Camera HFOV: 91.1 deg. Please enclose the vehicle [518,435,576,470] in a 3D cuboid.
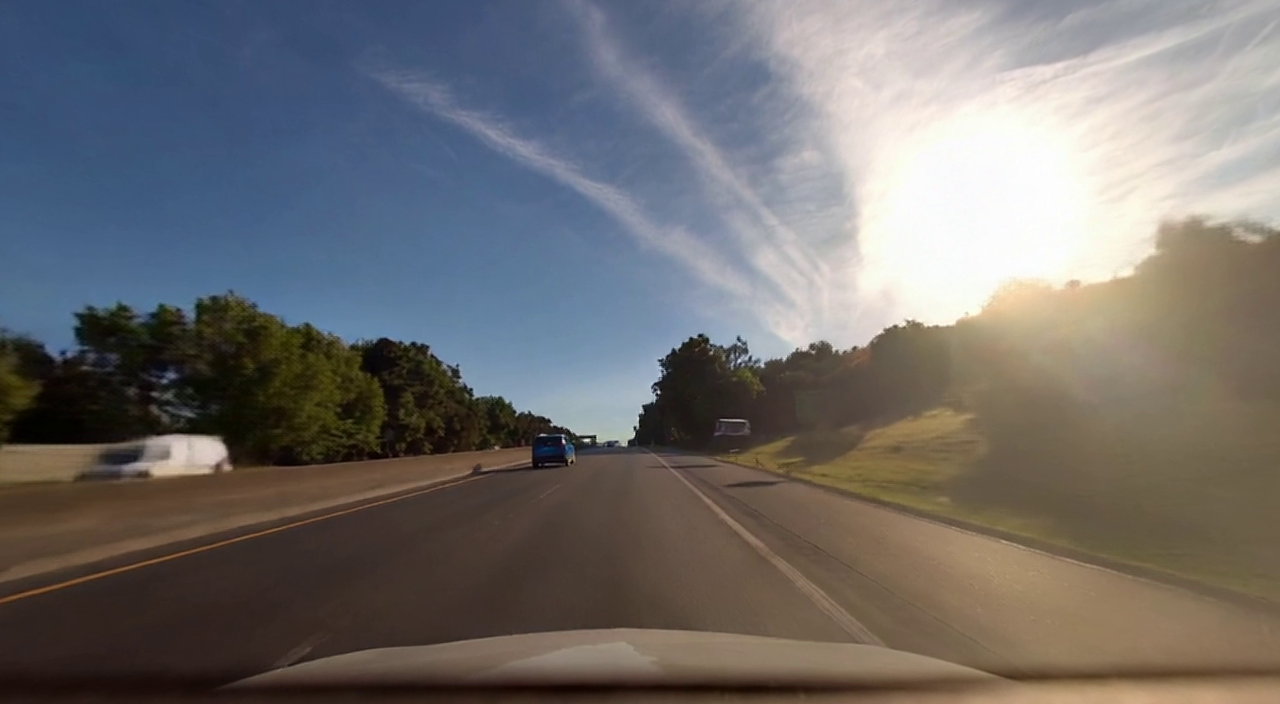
[{"bbox_3d":[-4.251,4.660,29.489,2.063,1.496,4.225,0,-8,0],"label":"vehicle"}]
